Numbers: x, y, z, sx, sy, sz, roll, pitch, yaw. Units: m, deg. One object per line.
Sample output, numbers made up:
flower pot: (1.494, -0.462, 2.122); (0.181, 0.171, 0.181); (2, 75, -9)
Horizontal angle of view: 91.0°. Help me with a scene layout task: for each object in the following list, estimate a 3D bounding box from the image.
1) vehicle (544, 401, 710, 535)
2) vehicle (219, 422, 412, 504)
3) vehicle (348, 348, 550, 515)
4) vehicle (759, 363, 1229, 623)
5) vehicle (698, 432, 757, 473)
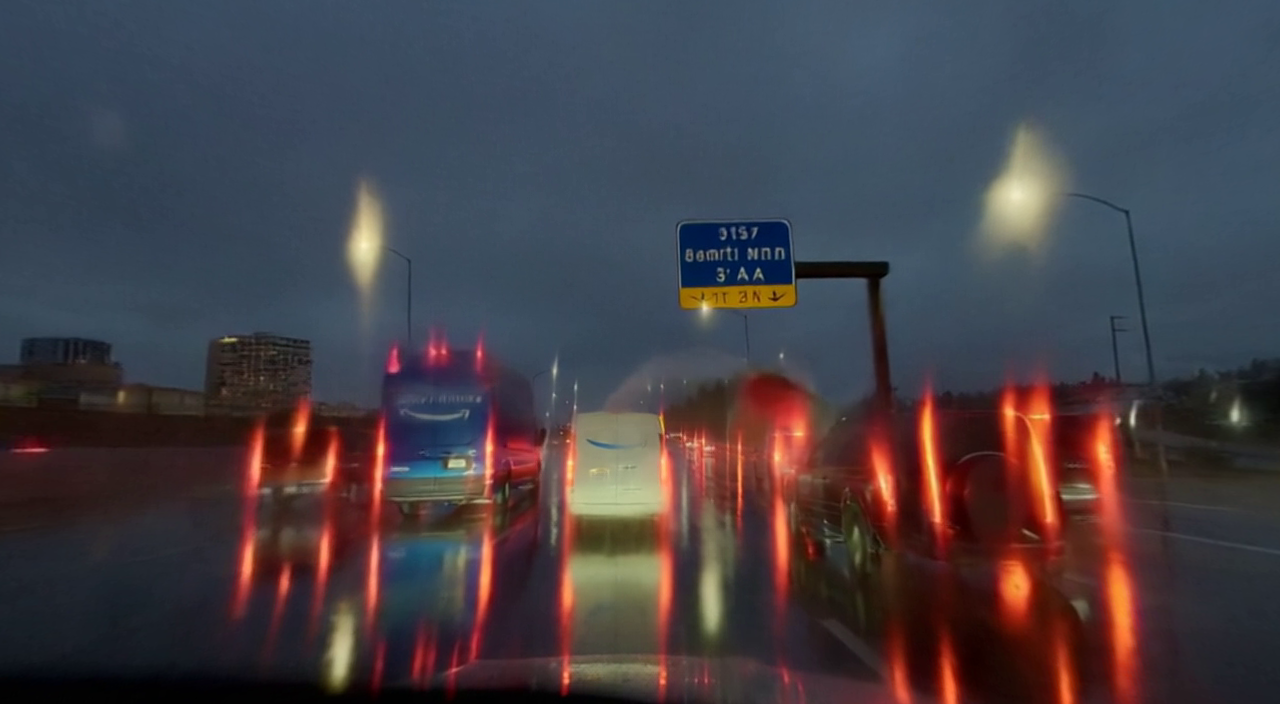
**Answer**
vehicle: (-0.167, 1.929, 10.954); (2.287, 1.823, 4.369); (0, -8, 0)
vehicle: (-7.237, 2.525, 14.752); (2.031, 1.583, 4.646); (0, -8, 0)
vehicle: (-3.724, 1.831, 14.122); (2.415, 2.821, 6.636); (0, -8, 0)
vehicle: (3.086, 1.411, 7.254); (2.341, 1.890, 5.144); (1, -8, -1)
vehicle: (3.920, 4.603, 28.957); (2.064, 1.720, 4.416); (0, -8, 0)
